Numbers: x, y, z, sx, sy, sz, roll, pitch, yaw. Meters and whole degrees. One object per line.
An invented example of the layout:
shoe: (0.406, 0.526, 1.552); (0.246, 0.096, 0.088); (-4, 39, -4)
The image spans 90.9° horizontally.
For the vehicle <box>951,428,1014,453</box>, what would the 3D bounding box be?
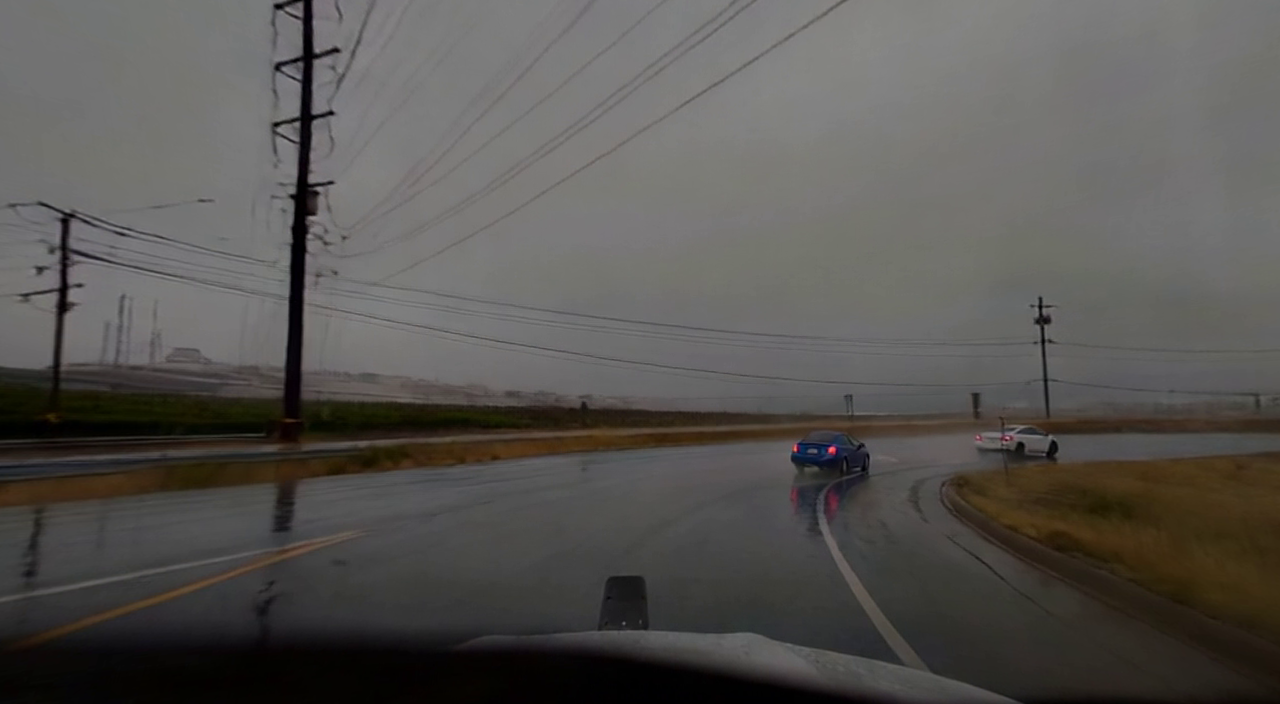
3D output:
vehicle: (22.226, 5.709, 40.870); (4.307, 1.465, 1.836); (5, -9, -37)

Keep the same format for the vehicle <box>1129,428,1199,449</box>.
vehicle: (40.191, 6.626, 48.370); (4.102, 1.552, 1.931); (1, -8, -14)

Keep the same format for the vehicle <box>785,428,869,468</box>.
vehicle: (7.396, 3.706, 24.654); (2.026, 1.407, 4.374); (-6, -9, 31)
